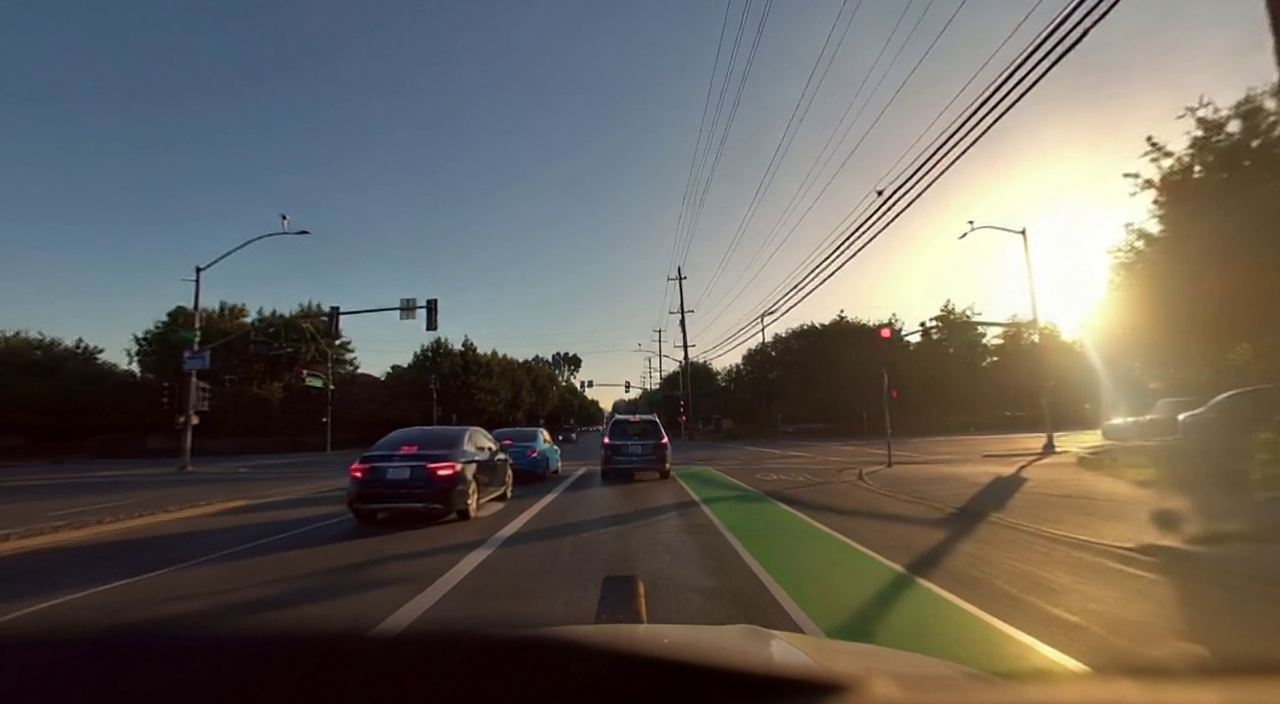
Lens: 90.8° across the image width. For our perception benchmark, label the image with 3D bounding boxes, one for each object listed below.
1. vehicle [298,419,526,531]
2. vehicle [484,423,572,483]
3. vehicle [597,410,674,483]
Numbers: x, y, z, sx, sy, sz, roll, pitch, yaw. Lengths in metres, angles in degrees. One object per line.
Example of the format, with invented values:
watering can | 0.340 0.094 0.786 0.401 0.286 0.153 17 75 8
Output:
vehicle | -3.560 1.967 11.226 2.138 1.488 5.327 1 -7 -1
vehicle | -3.067 2.858 18.044 1.726 1.506 3.840 0 -8 1
vehicle | -0.162 2.876 19.320 2.036 1.885 5.196 1 -8 -1
